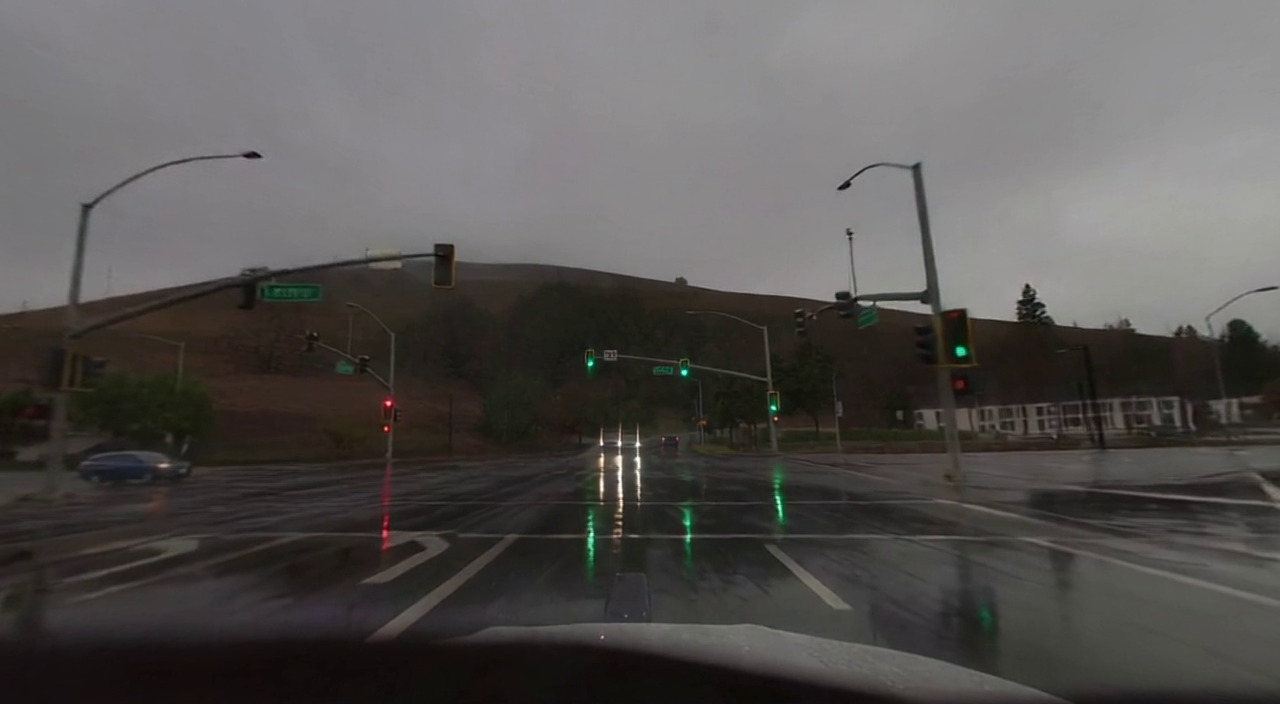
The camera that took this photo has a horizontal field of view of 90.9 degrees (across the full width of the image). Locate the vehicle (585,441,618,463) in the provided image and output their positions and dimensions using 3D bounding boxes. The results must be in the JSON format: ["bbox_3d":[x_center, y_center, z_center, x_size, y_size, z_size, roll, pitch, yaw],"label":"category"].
[{"bbox_3d":[-2.961,7.869,49.499,1.723,1.522,3.791,-5,-10,8],"label":"vehicle"}]

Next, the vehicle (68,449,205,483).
[{"bbox_3d":[-22.181,5.013,27.867,4.518,1.423,1.888,-1,-8,4],"label":"vehicle"}]
